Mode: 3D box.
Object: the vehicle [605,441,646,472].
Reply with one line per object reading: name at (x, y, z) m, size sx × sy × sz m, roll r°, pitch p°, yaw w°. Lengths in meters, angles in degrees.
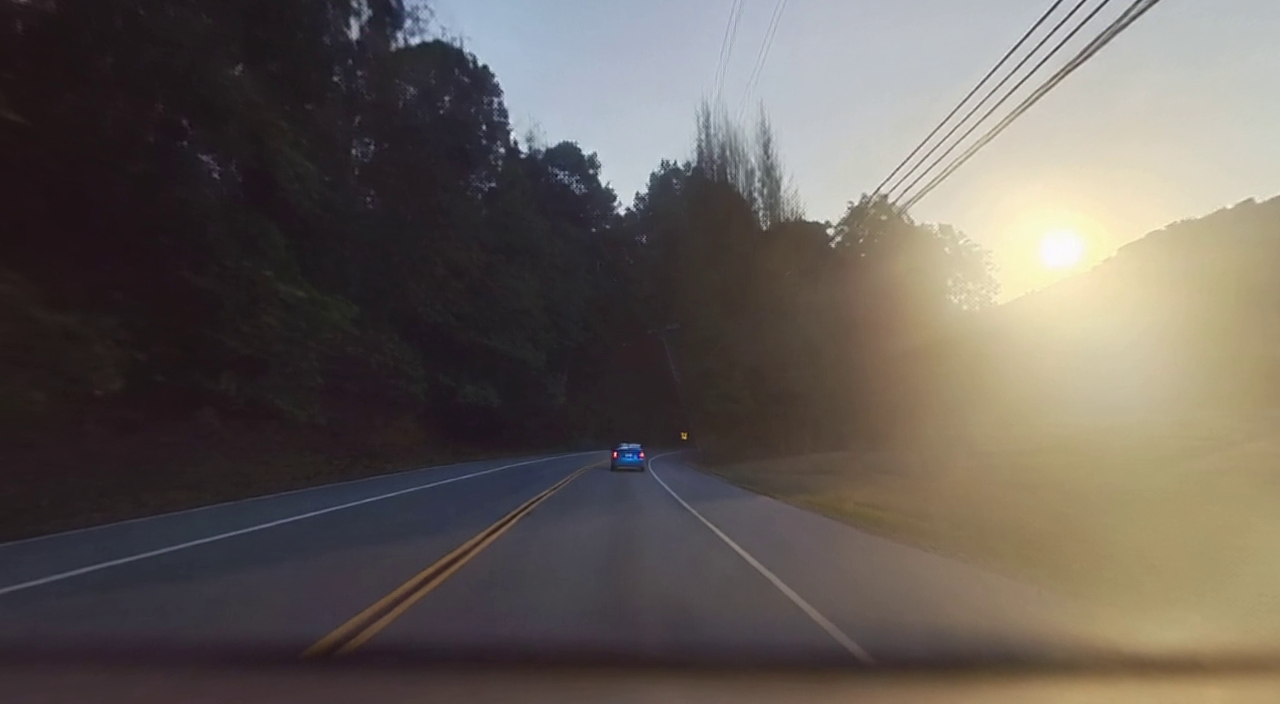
vehicle at (-0.759, 5.638, 34.290) m, size 2.059 × 1.524 × 3.963 m, roll 1°, pitch -9°, yaw 0°
